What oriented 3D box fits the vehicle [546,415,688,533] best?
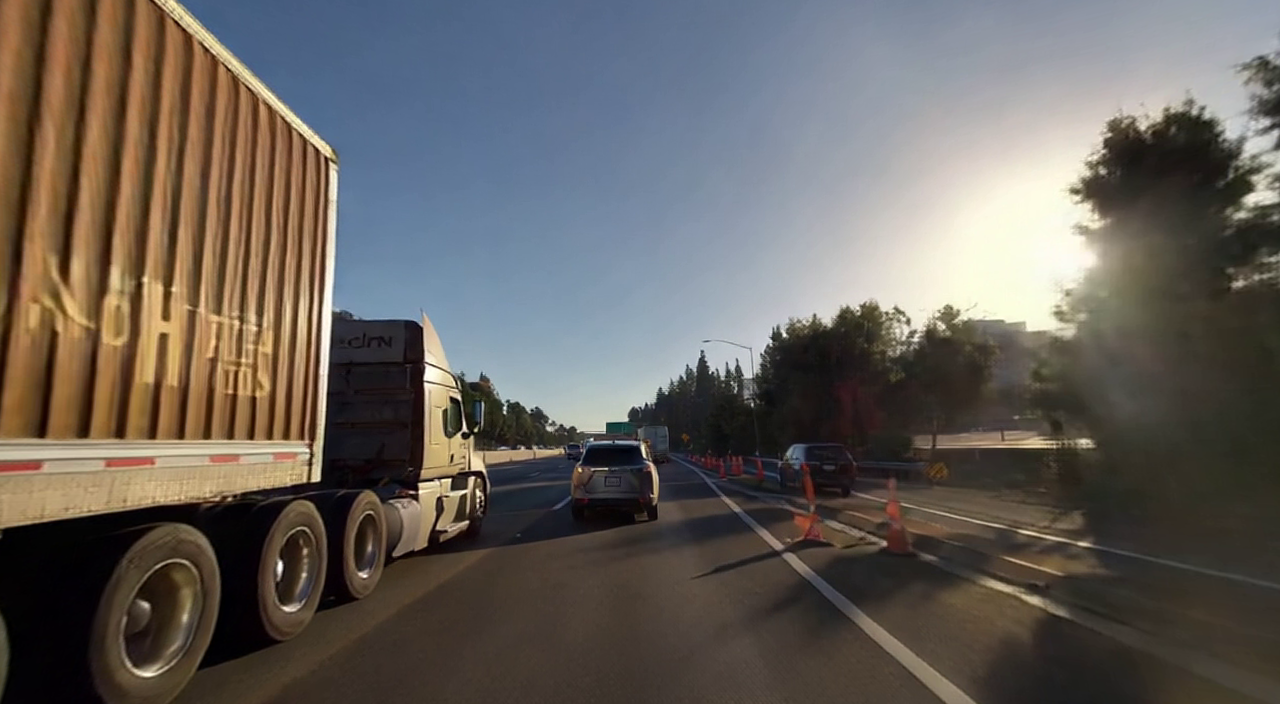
[{"bbox_3d":[-0.342,2.156,11.615,2.152,1.779,3.924,0,-9,0],"label":"vehicle"}]

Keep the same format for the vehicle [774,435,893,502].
[{"bbox_3d":[5.101,3.109,17.227,1.937,1.601,3.798,0,-9,-2],"label":"vehicle"}]

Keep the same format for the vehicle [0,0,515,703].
[{"bbox_3d":[-3.696,-0.169,3.456,2.857,4.063,16.026,0,-8,0],"label":"vehicle"}]

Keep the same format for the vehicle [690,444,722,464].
[{"bbox_3d":[5.156,8.058,49.790,1.918,1.479,4.571,0,-9,-1],"label":"vehicle"}]
